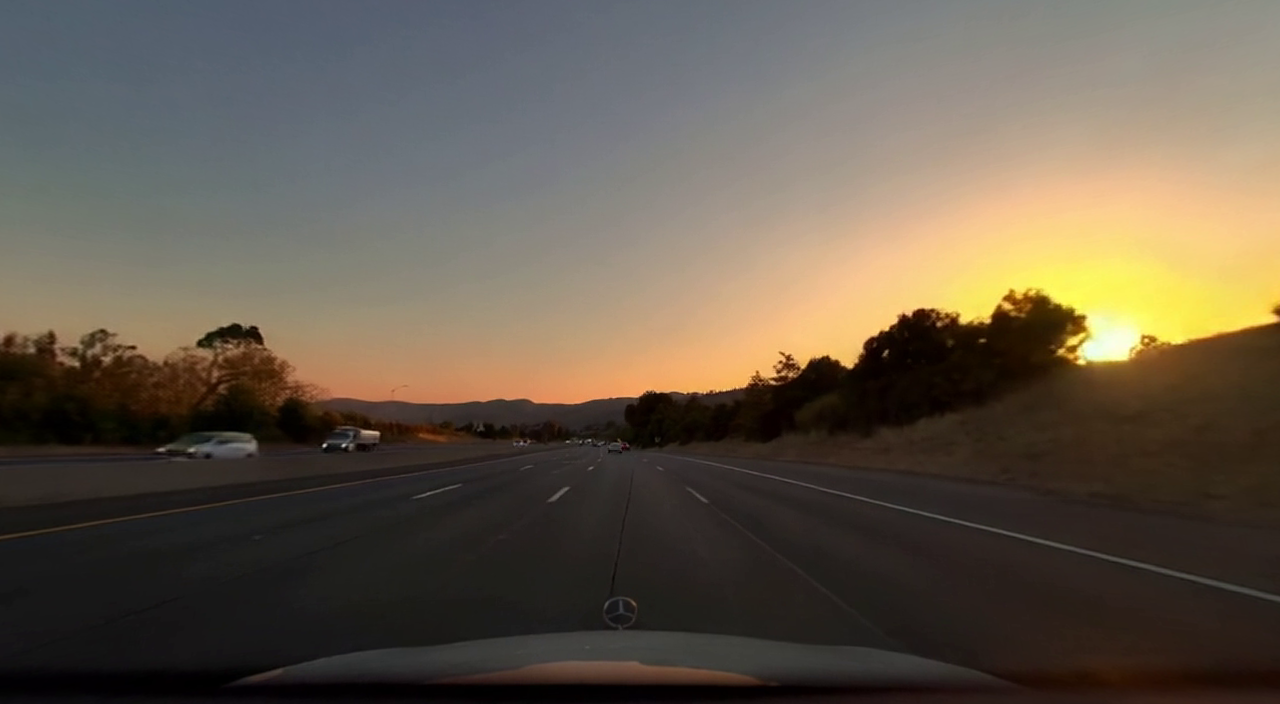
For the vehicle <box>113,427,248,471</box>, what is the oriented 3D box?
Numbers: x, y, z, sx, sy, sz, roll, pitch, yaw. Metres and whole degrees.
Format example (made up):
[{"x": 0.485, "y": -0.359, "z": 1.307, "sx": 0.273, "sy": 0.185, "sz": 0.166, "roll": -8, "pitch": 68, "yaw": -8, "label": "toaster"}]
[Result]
[{"x": -18.970, "y": 4.025, "z": 26.444, "sx": 2.050, "sy": 1.659, "sz": 4.933, "roll": 0, "pitch": -8, "yaw": -2, "label": "vehicle"}]
